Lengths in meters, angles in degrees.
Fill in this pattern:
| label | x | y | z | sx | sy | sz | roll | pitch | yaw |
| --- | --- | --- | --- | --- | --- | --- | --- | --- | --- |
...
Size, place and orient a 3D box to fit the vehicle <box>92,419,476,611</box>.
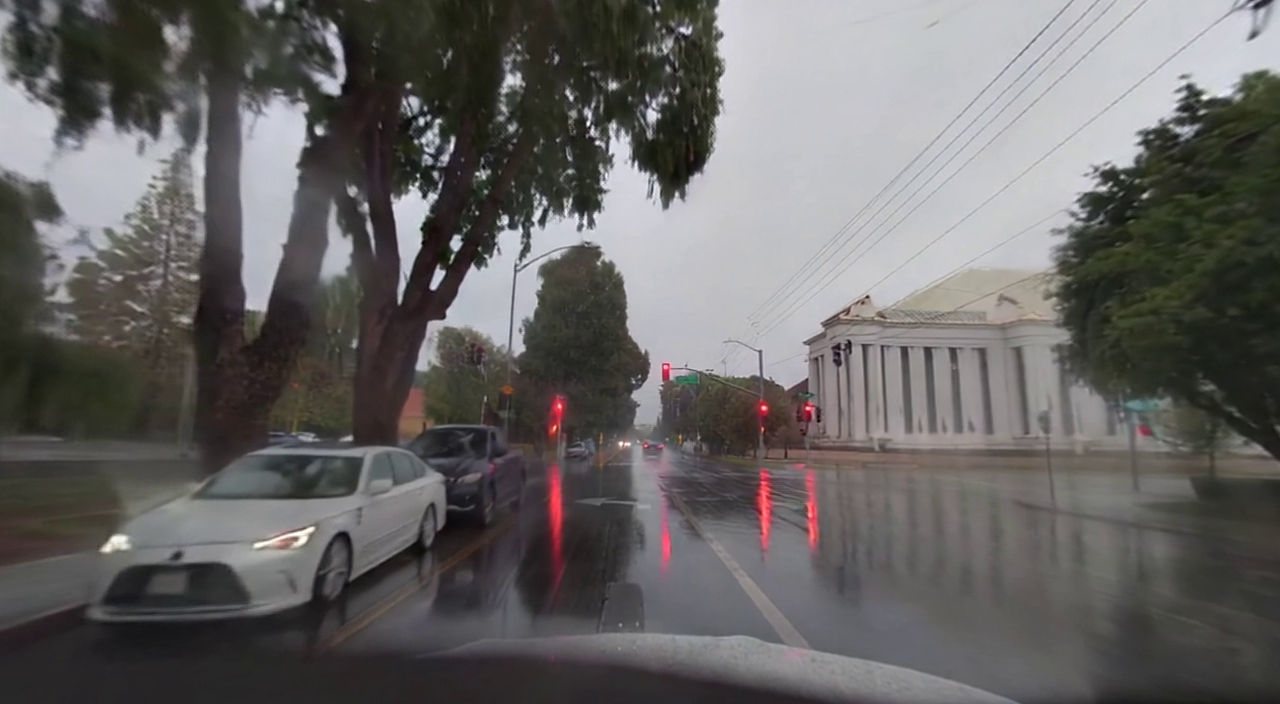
| label | x | y | z | sx | sy | sz | roll | pitch | yaw |
| --- | --- | --- | --- | --- | --- | --- | --- | --- | --- |
| vehicle | -3.494 | 1.672 | 7.502 | 1.855 | 1.534 | 4.644 | 0 | -9 | 0 |
